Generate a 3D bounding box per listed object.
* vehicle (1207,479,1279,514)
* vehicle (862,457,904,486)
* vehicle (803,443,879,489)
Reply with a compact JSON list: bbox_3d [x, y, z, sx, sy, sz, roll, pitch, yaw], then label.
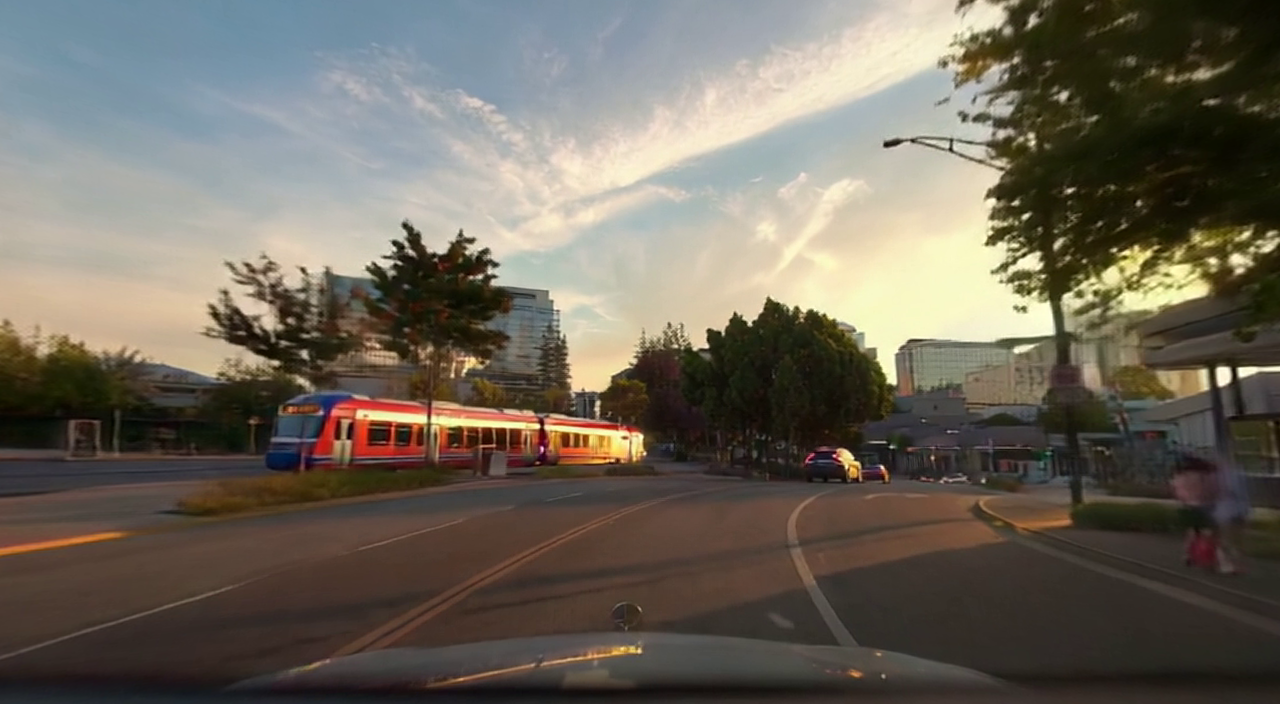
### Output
[{"bbox_3d":[29.820,6.848,30.011,4.118,1.477,1.691,0,-8,-2],"label":"vehicle"},{"bbox_3d":[16.269,7.928,42.191,2.010,1.725,4.320,-5,-10,27],"label":"vehicle"},{"bbox_3d":[8.567,4.738,26.699,2.263,1.765,4.237,-5,-10,27],"label":"vehicle"}]
